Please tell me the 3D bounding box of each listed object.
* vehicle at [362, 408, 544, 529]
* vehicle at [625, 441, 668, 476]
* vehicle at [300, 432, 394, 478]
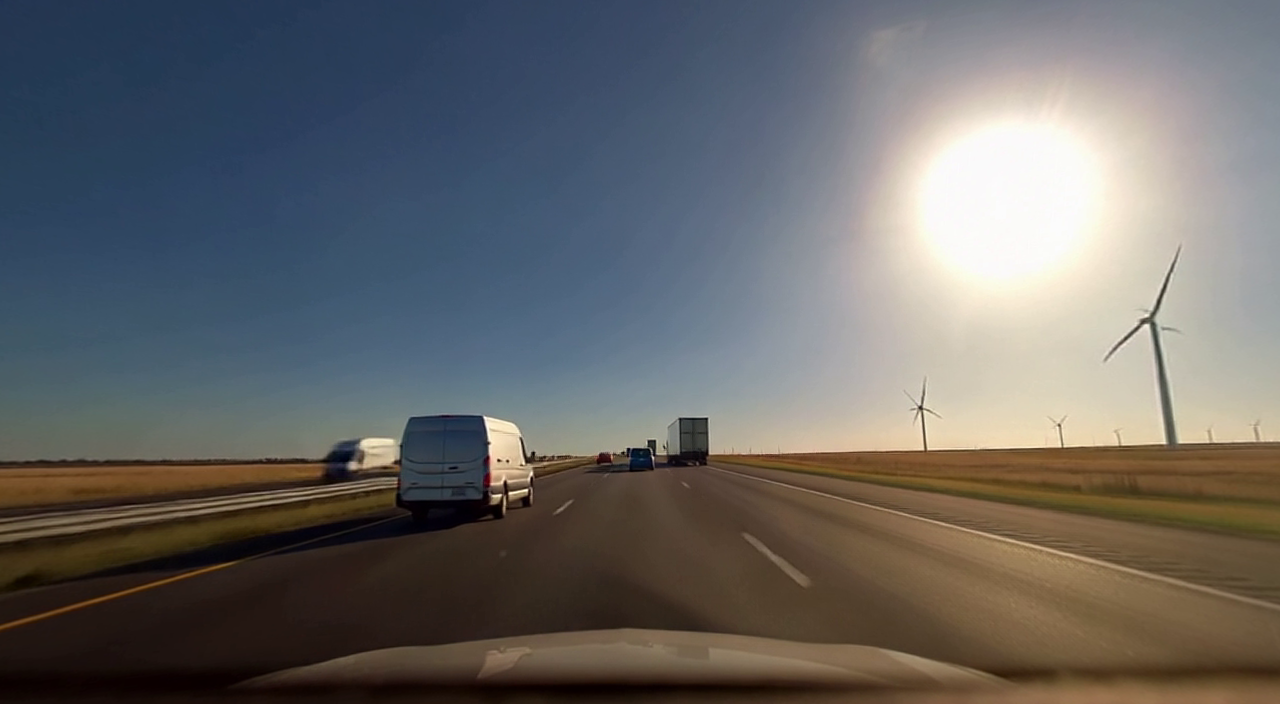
[{"bbox_3d":[-3.452,2.285,12.822,2.238,1.984,4.650,0,-9,0],"label":"vehicle"},{"bbox_3d":[0.325,5.495,32.631,2.083,1.689,4.083,0,-9,0],"label":"vehicle"},{"bbox_3d":[-19.019,6.739,41.432,2.615,2.762,7.117,0,-9,1],"label":"vehicle"}]
